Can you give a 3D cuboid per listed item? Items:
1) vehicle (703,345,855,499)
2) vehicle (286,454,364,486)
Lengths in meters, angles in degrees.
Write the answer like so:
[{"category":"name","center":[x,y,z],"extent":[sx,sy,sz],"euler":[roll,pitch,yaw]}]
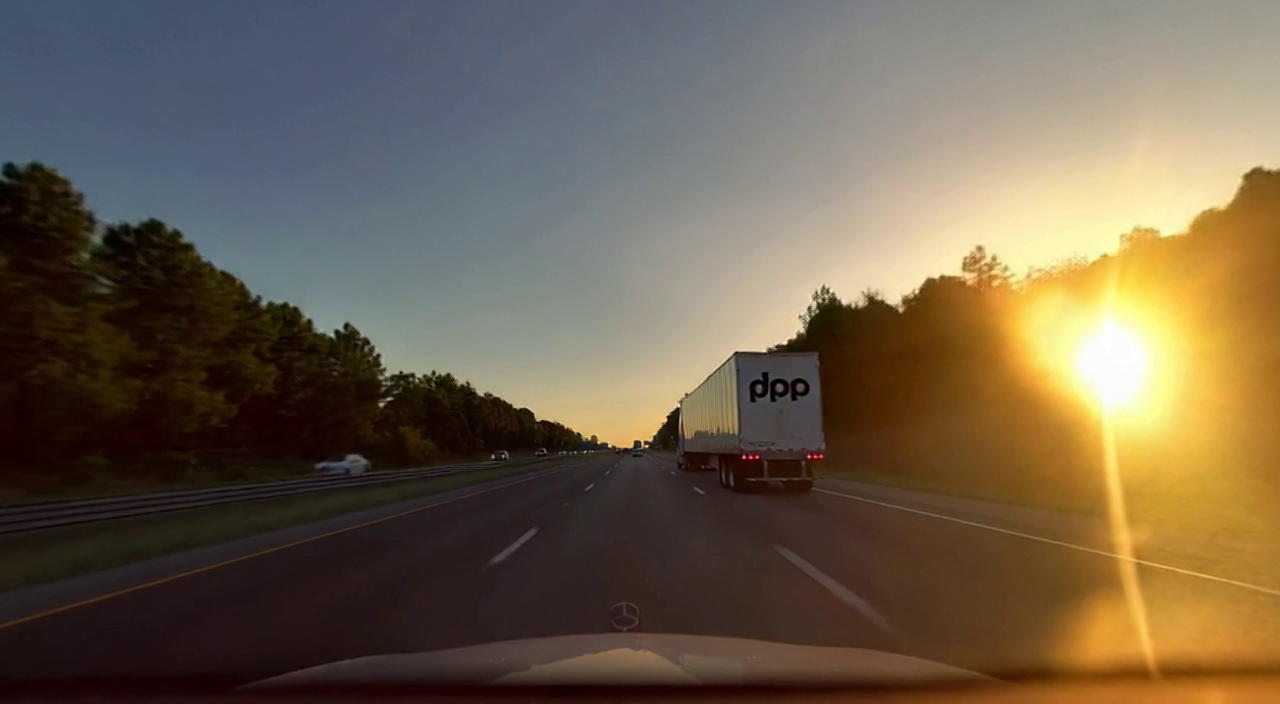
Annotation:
[{"category":"vehicle","center":[3.946,2.397,20.292],"extent":[2.856,3.933,8.334],"euler":[0,-9,-1]},{"category":"vehicle","center":[-17.326,6.472,34.830],"extent":[1.884,1.617,4.603],"euler":[0,-9,0]}]
